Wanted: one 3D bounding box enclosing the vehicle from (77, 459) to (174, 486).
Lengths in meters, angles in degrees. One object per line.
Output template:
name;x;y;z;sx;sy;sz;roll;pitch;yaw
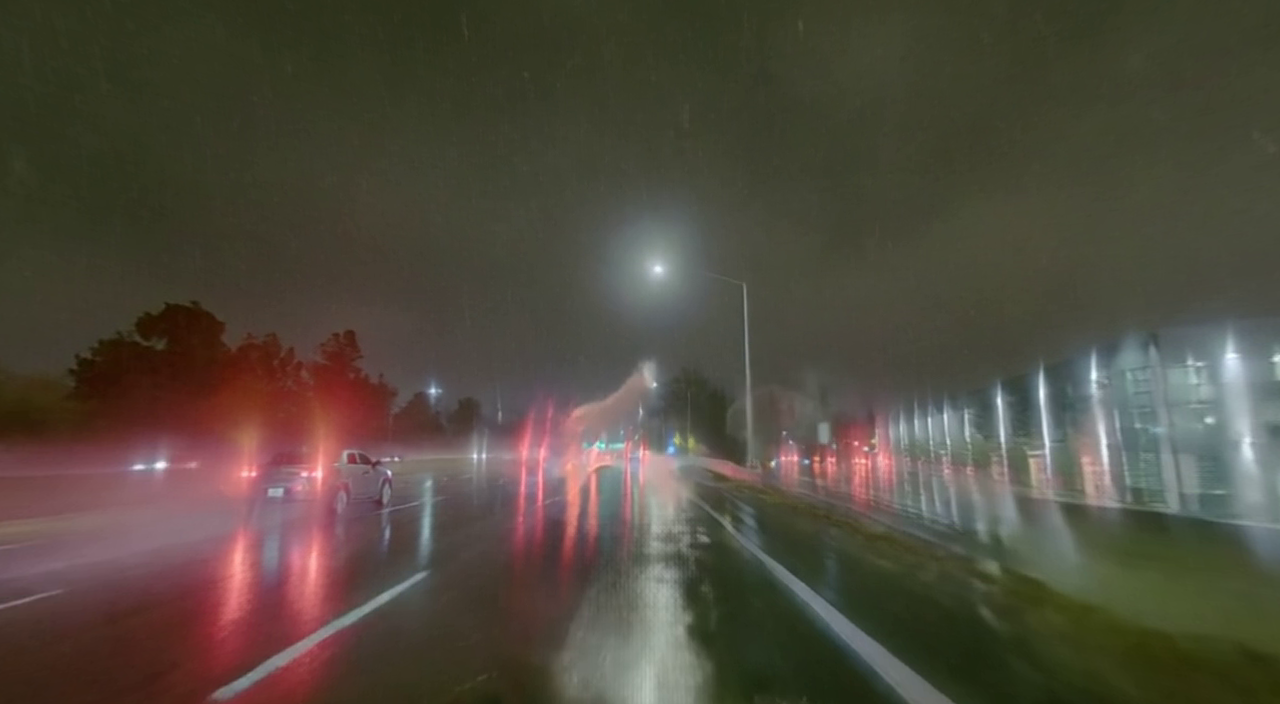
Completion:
vehicle;-31.464;7.351;38.700;1.844;1.489;4.745;-1;-9;2

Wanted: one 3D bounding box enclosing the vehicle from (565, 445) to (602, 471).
vehicle;-3.898;7.445;44.492;2.158;1.717;4.375;-1;-9;1

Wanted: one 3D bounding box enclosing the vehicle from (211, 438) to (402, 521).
vehicle;-7.660;2.943;15.130;2.071;1.661;4.540;0;-9;1
